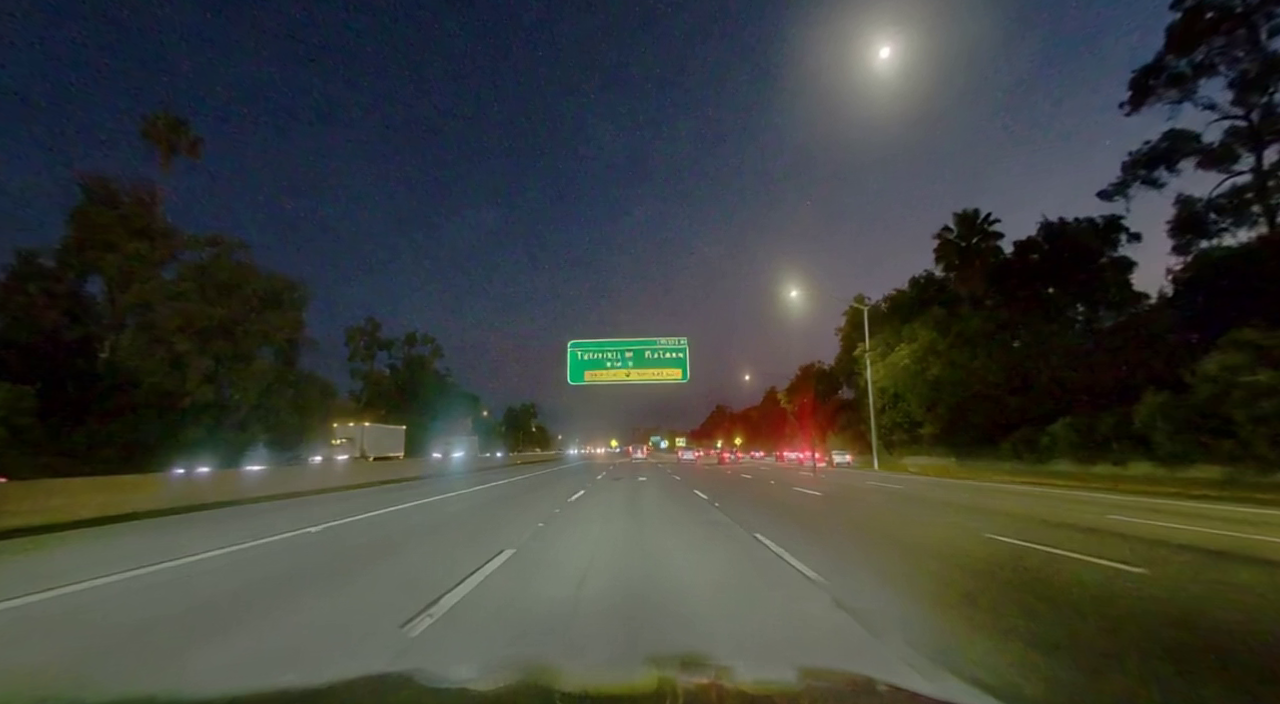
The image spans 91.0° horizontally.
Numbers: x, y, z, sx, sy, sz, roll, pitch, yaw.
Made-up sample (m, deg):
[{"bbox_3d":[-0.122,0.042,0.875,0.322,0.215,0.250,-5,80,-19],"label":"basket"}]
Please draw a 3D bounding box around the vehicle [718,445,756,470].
[{"bbox_3d":[6.852,7.450,44.722,1.902,1.623,4.360,0,-8,-2],"label":"vehicle"}]

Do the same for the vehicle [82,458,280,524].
[{"bbox_3d":[-12.137,3.662,17.129,2.055,1.461,4.422,0,-8,0],"label":"vehicle"}]

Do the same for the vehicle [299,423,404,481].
[{"bbox_3d":[-19.673,6.879,43.707,3.038,3.554,8.784,0,-8,0],"label":"vehicle"}]

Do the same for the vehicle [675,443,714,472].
[{"bbox_3d":[3.408,6.682,40.037,2.035,1.704,3.867,0,-8,-2],"label":"vehicle"}]
